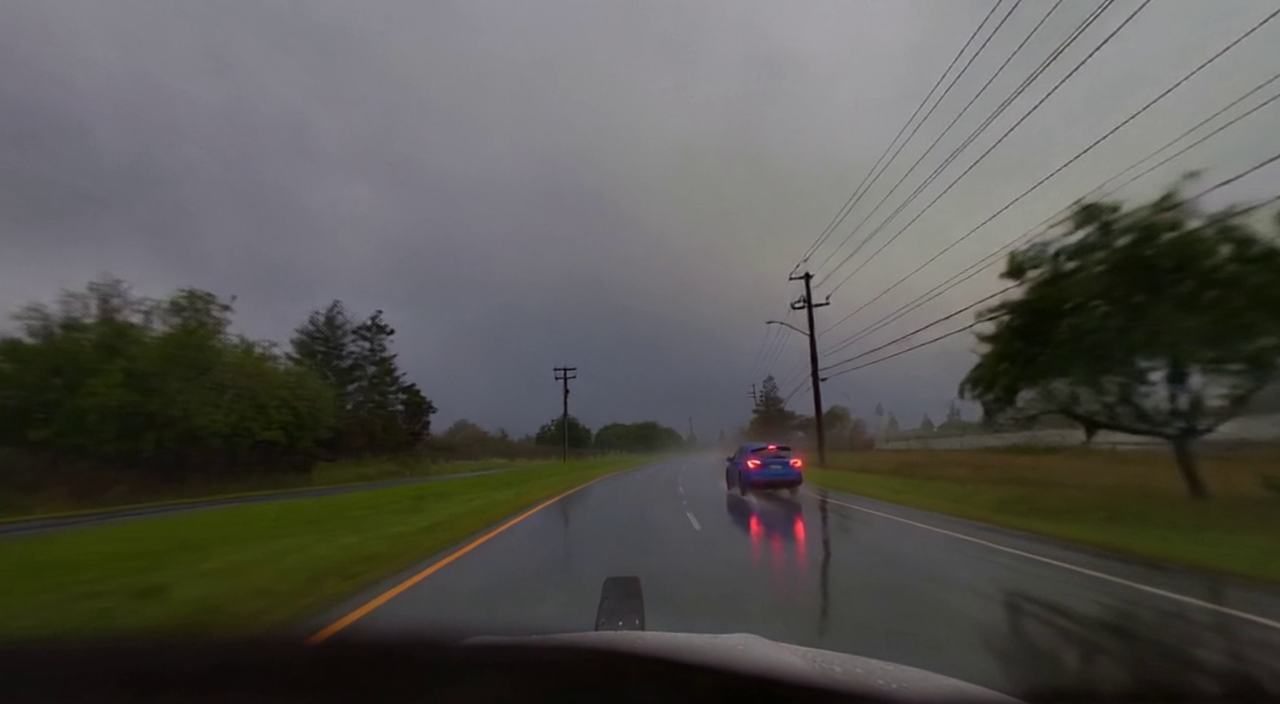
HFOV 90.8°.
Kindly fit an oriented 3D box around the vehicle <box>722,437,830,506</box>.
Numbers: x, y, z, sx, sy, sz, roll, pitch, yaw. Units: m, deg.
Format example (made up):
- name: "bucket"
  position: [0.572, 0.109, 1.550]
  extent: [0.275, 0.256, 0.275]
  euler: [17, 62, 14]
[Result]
- name: "vehicle"
  position: [3.656, 3.302, 17.896]
  extent: [2.135, 1.692, 4.185]
  euler: [0, -9, 0]
